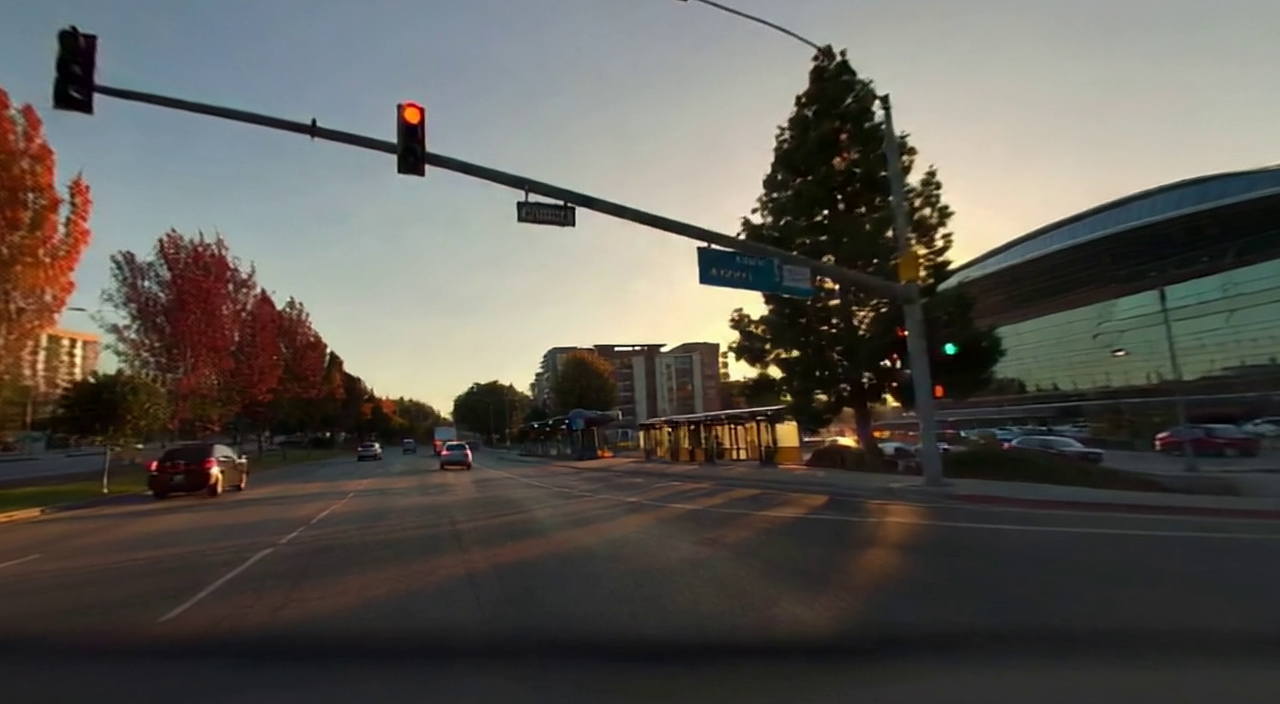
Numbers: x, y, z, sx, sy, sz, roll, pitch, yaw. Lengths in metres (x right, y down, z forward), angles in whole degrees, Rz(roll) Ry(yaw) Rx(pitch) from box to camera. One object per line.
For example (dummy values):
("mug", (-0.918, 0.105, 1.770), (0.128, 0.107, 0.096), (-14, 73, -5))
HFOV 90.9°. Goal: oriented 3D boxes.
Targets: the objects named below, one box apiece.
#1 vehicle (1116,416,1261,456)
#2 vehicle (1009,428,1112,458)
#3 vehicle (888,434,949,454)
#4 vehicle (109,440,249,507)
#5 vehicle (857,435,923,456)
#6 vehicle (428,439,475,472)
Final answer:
("vehicle", (26.474, 4.134, 30.686), (1.860, 1.629, 4.805), (-2, -8, -24))
("vehicle", (24.030, 5.233, 36.239), (1.796, 1.445, 4.535), (-2, -7, -22))
("vehicle", (21.390, 7.030, 48.544), (1.741, 1.458, 4.013), (4, -9, -25))
("vehicle", (-13.904, 3.607, 19.410), (2.097, 1.782, 4.682), (3, -9, -19))
("vehicle", (18.745, 7.010, 47.497), (1.896, 1.459, 4.611), (3, -9, -22))
("vehicle", (-11.310, 6.132, 37.705), (2.345, 1.803, 4.261), (3, -9, -20))
